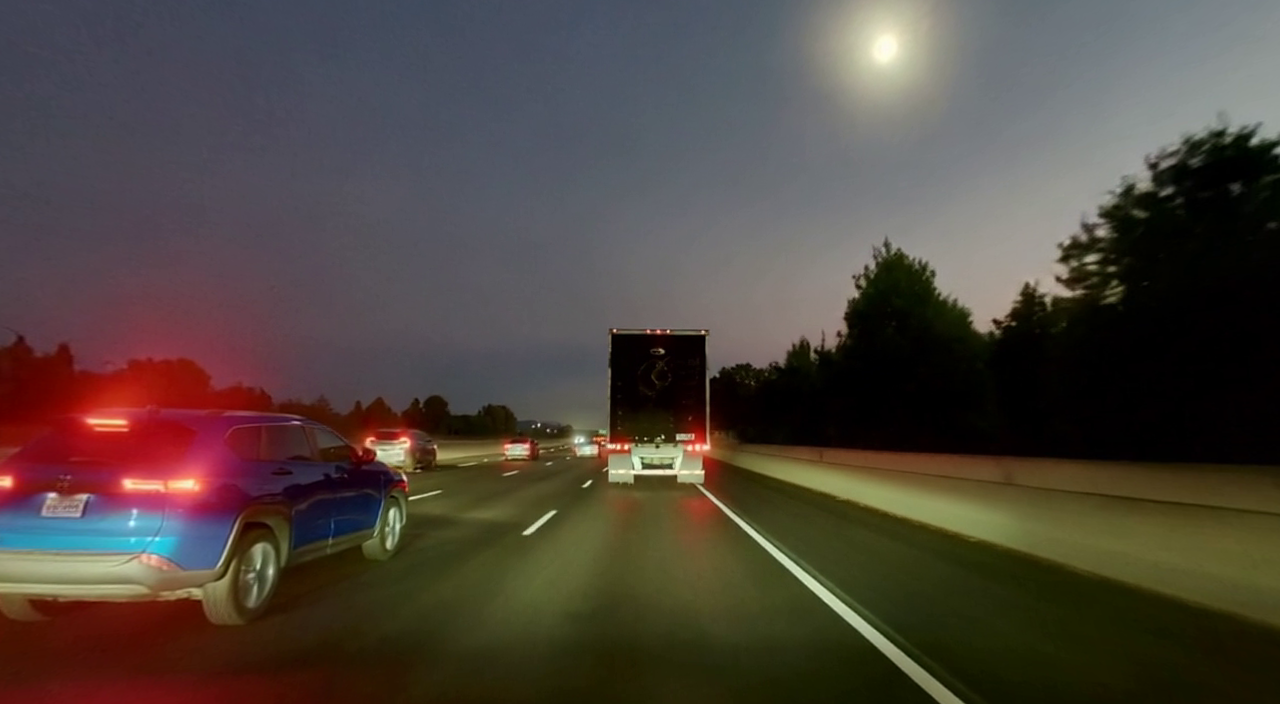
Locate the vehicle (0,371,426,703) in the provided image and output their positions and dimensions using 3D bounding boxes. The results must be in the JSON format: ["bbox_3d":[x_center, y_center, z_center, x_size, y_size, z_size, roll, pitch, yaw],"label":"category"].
[{"bbox_3d":[-3.636,1.244,5.341,2.077,1.671,4.249,0,-8,1],"label":"vehicle"}]

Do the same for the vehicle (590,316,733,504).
[{"bbox_3d":[0.480,1.927,18.156,2.870,3.841,10.653,0,-8,1],"label":"vehicle"}]

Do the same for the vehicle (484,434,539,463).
[{"bbox_3d":[-6.781,5.169,33.772,1.882,1.451,4.416,0,-8,1],"label":"vehicle"}]
